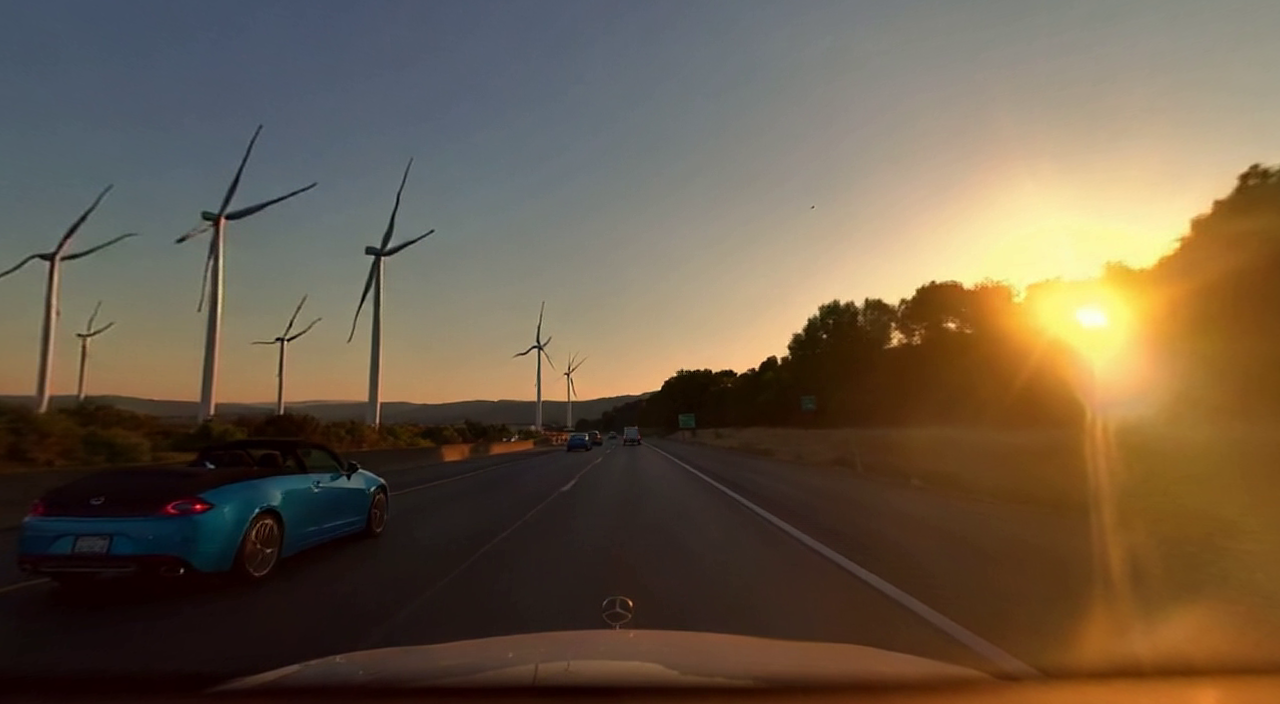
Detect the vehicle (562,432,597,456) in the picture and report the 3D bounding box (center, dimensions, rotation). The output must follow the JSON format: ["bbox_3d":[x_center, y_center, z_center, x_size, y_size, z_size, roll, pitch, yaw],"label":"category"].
[{"bbox_3d":[-3.872,5.933,40.857,2.024,1.456,3.754,0,-8,-2],"label":"vehicle"}]

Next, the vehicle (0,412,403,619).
[{"bbox_3d":[-4.228,1.414,6.505,1.969,1.413,4.194,0,-8,-1],"label":"vehicle"}]
